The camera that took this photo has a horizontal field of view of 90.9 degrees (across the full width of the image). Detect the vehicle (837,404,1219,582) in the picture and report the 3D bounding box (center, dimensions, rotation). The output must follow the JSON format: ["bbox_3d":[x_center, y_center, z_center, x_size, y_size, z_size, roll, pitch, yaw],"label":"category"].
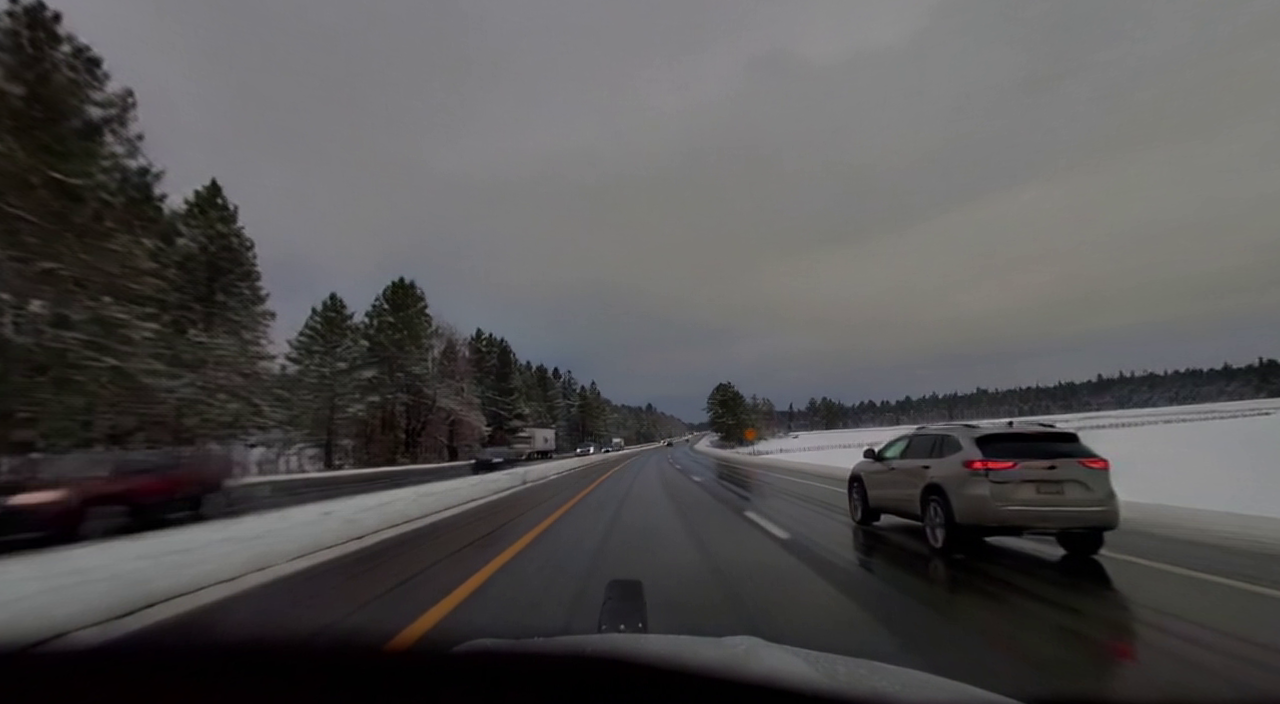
[{"bbox_3d":[4.531,1.724,8.608,2.098,1.703,4.862,0,-8,0],"label":"vehicle"}]

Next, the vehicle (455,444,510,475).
[{"bbox_3d":[-9.025,6.198,36.548,1.909,1.640,4.518,-1,-8,2],"label":"vehicle"}]

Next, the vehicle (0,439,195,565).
[{"bbox_3d":[-9.220,2.090,9.205,2.062,1.597,4.608,0,-8,0],"label":"vehicle"}]
